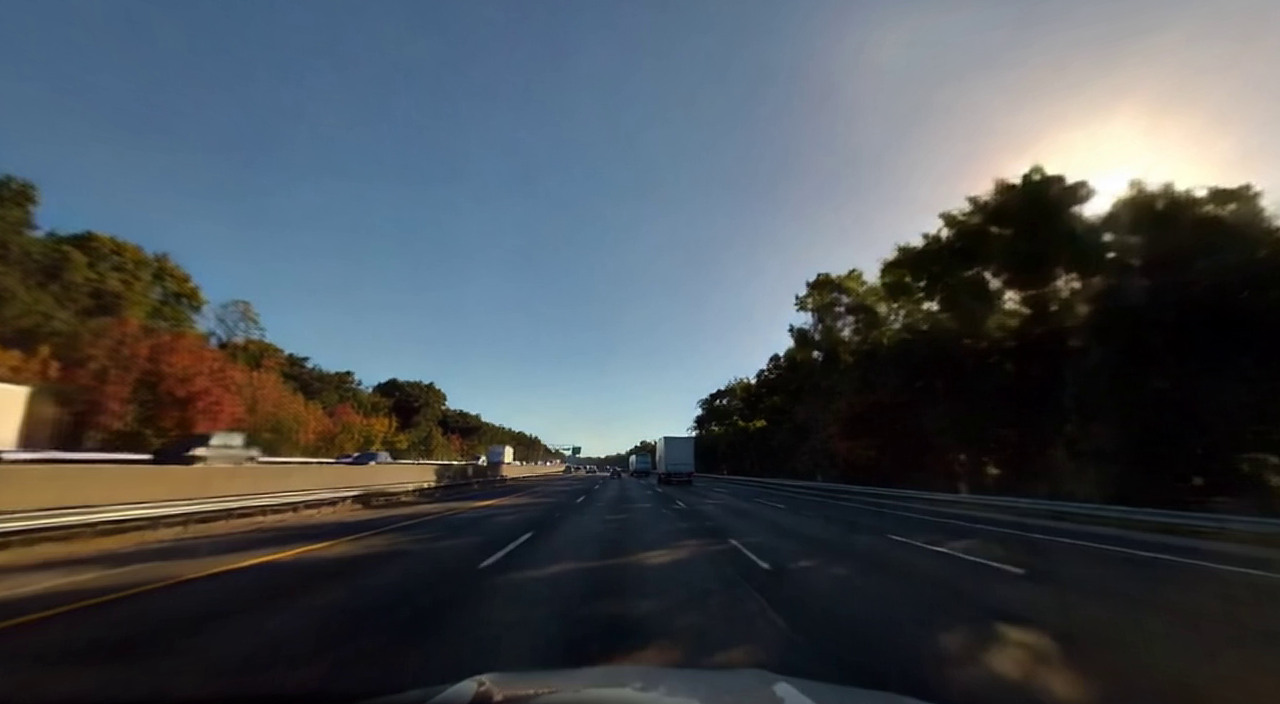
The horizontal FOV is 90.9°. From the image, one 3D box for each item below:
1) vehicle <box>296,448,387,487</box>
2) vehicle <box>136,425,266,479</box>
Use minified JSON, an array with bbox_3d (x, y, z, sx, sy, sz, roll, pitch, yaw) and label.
[{"bbox_3d":[-11.934,4.670,25.490,1.797,1.397,3.811,1,-11,-1],"label":"vehicle"},{"bbox_3d":[-22.469,5.263,32.717,2.304,2.498,6.255,1,-11,-2],"label":"vehicle"}]
